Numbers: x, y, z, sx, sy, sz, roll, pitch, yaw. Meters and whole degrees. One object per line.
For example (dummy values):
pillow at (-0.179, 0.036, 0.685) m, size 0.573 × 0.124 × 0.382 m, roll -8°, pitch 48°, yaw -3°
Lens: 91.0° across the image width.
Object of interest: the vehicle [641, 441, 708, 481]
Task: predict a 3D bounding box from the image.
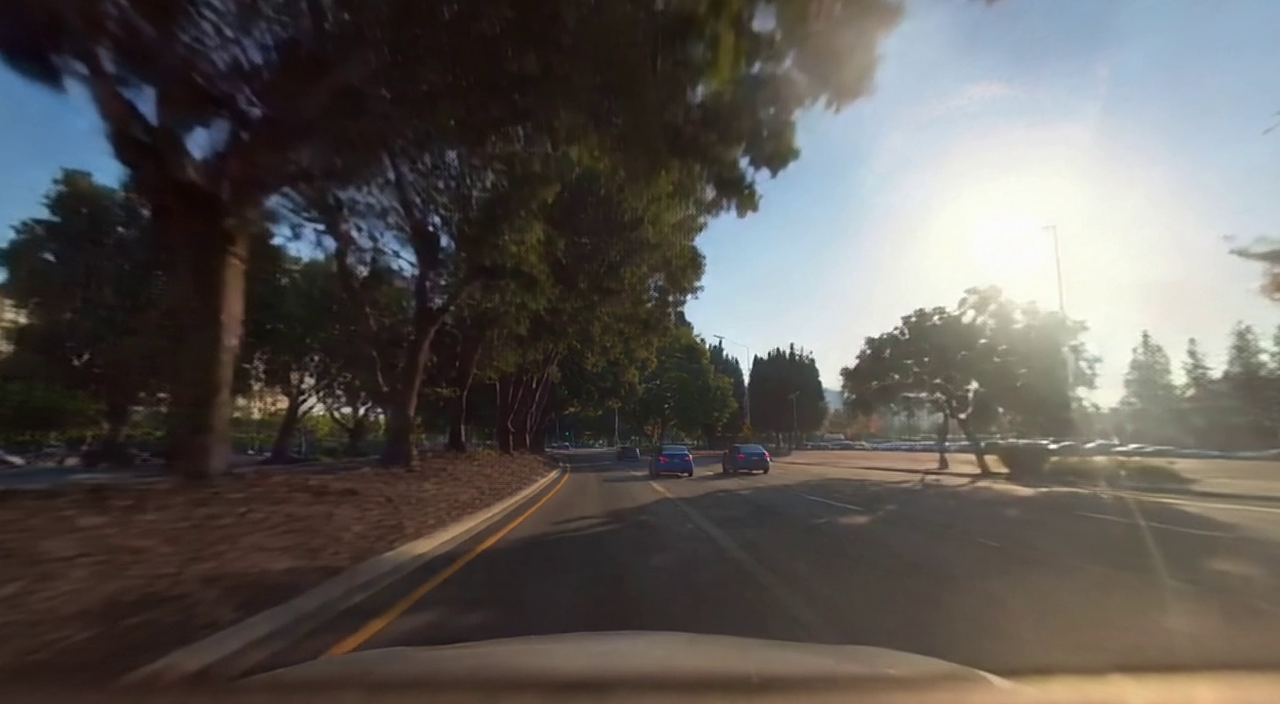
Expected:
vehicle at (1.308, 4.359, 25.573) m, size 2.077 × 1.464 × 4.134 m, roll 1°, pitch -8°, yaw -6°

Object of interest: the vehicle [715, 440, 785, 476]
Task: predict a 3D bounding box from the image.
vehicle at (4.821, 4.682, 28.138) m, size 1.901 × 1.474 × 4.363 m, roll 1°, pitch -9°, yaw -6°
